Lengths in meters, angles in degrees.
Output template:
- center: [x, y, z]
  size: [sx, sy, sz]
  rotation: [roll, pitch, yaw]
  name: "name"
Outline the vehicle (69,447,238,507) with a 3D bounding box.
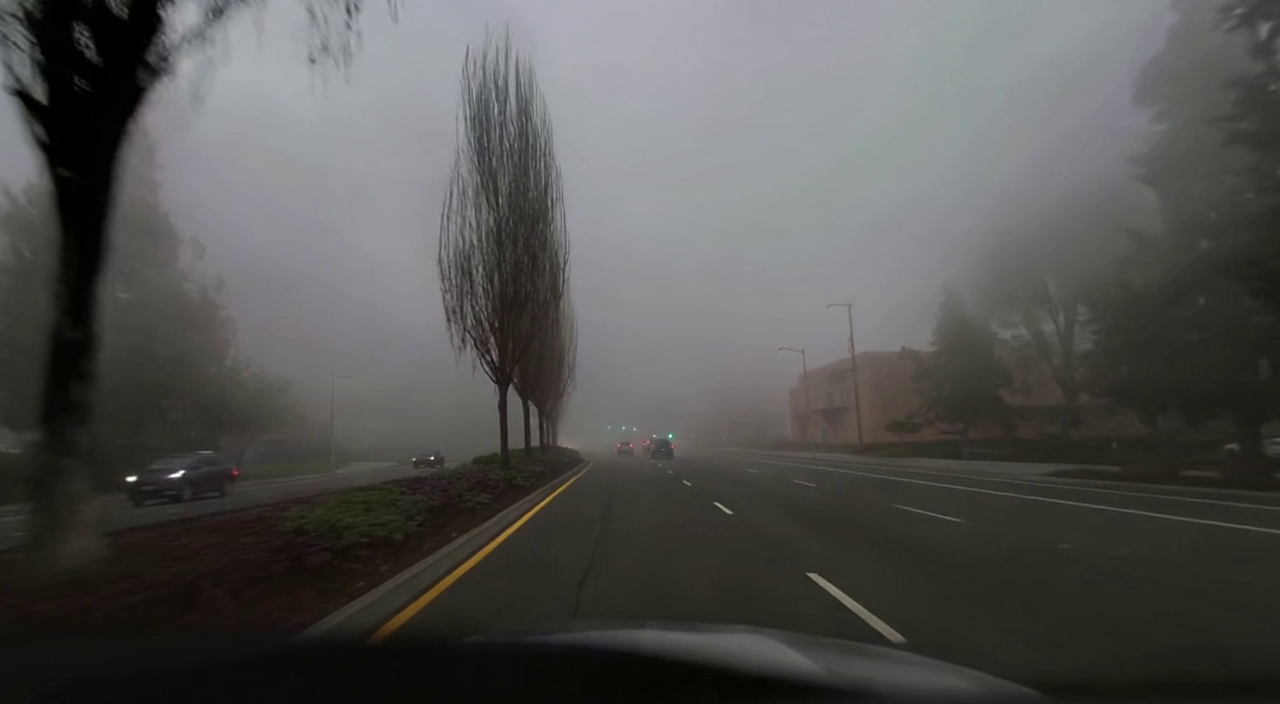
- center: [-18.589, 4.751, 24.648]
  size: [2.155, 2.011, 5.707]
  rotation: [0, -8, -2]
  name: "vehicle"
